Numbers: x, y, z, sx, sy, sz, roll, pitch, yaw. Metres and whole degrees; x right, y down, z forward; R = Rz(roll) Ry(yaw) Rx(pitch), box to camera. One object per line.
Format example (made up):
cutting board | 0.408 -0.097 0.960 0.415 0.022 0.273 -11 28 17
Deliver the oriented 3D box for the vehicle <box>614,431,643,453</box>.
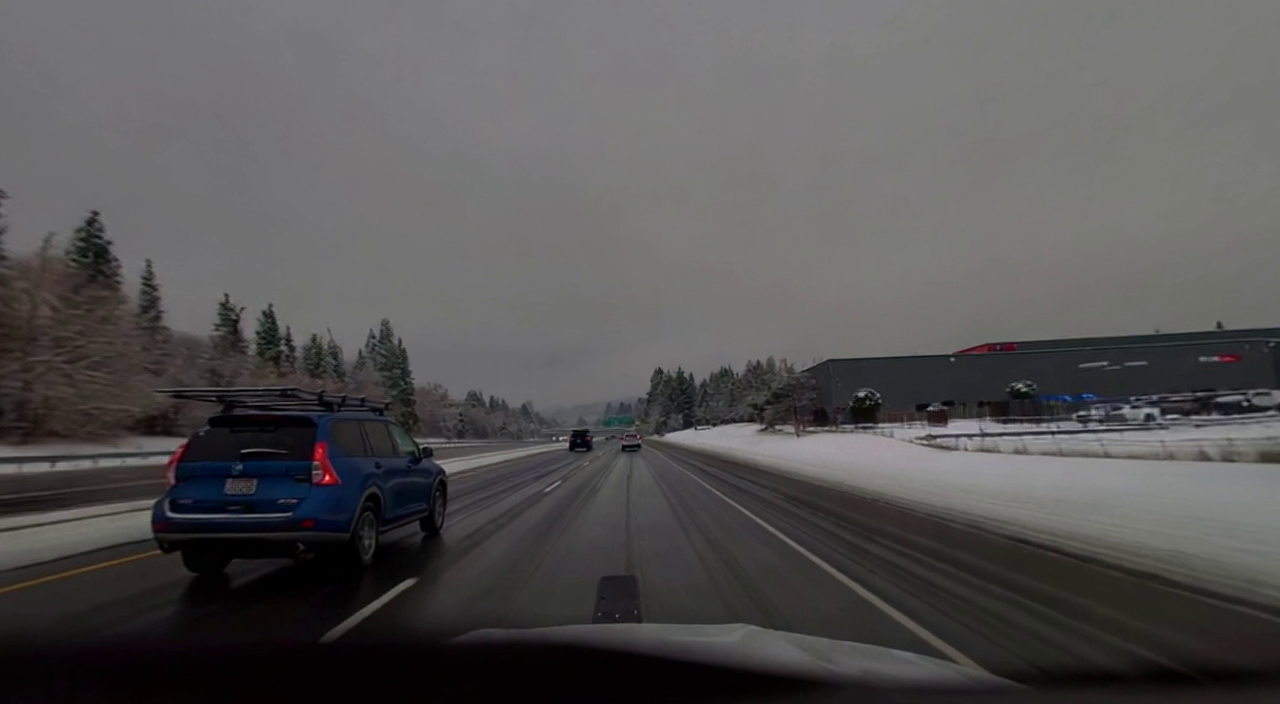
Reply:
vehicle | -0.875 6.891 48.458 2.151 1.618 3.898 0 -8 -1
